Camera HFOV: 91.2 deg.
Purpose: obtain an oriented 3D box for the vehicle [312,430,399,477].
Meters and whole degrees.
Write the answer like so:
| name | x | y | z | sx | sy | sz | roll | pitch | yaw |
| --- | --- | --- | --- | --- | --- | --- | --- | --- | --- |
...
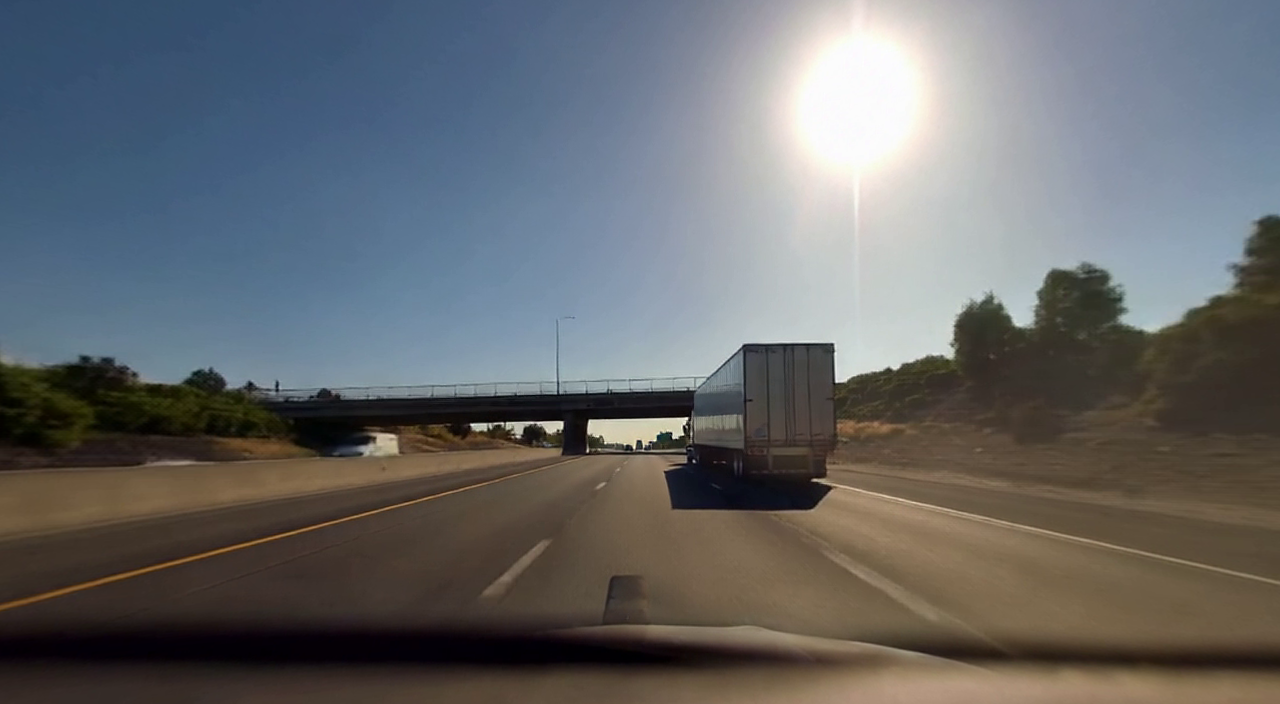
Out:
| name | x | y | z | sx | sy | sz | roll | pitch | yaw |
| --- | --- | --- | --- | --- | --- | --- | --- | --- | --- |
| vehicle | -18.303 | 6.553 | 40.845 | 2.512 | 2.796 | 6.375 | 0 | -8 | 1 |

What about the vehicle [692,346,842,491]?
| name | x | y | z | sx | sy | sz | roll | pitch | yaw |
| --- | --- | --- | --- | --- | --- | --- | --- | --- | --- |
| vehicle | 4.174 | 2.917 | 24.938 | 2.933 | 4.100 | 14.317 | 0 | -8 | 0 |
